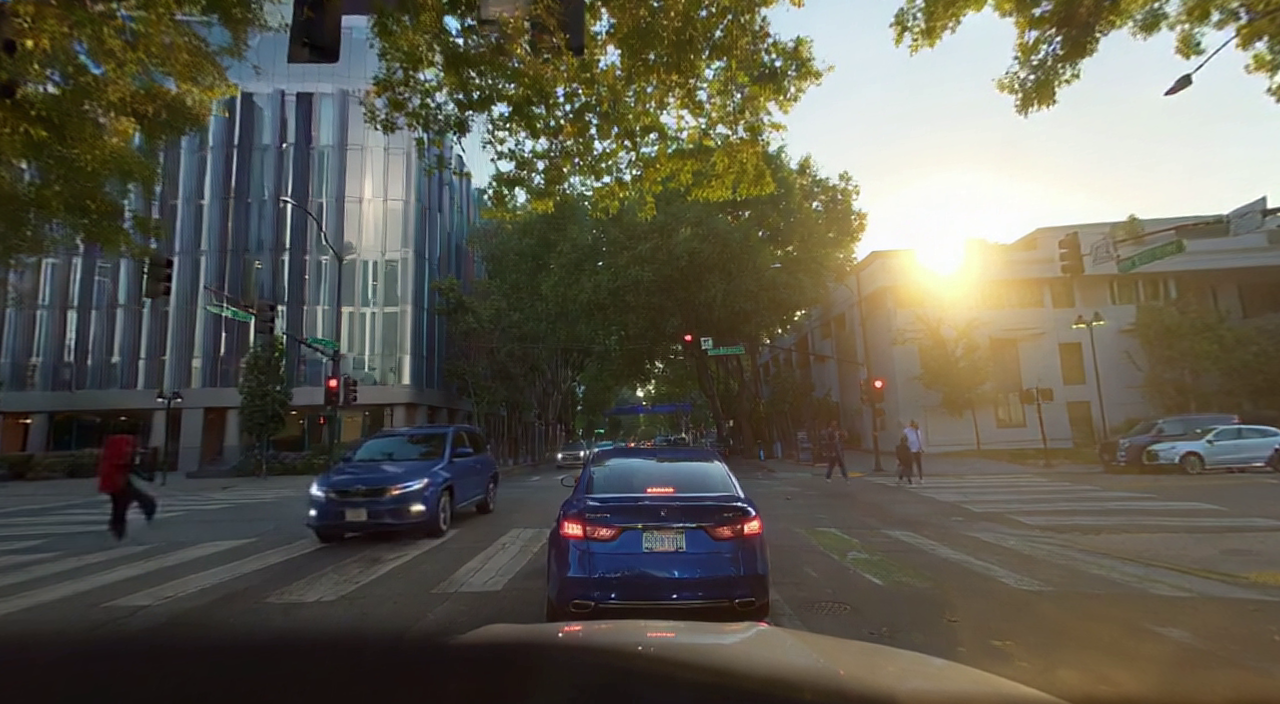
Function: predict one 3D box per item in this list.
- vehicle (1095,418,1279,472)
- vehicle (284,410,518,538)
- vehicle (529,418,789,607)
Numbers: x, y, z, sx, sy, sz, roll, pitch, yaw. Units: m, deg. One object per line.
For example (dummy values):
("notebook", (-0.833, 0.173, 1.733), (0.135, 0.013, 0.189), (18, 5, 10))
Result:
("vehicle", (19.141, 3.267, 22.212), (4.675, 1.772, 1.945), (0, -8, -1))
("vehicle", (-4.193, 2.269, 12.434), (2.317, 1.924, 5.518), (0, -8, 2))
("vehicle", (-0.138, 1.647, 7.478), (1.893, 1.532, 4.145), (2, -9, -15))
